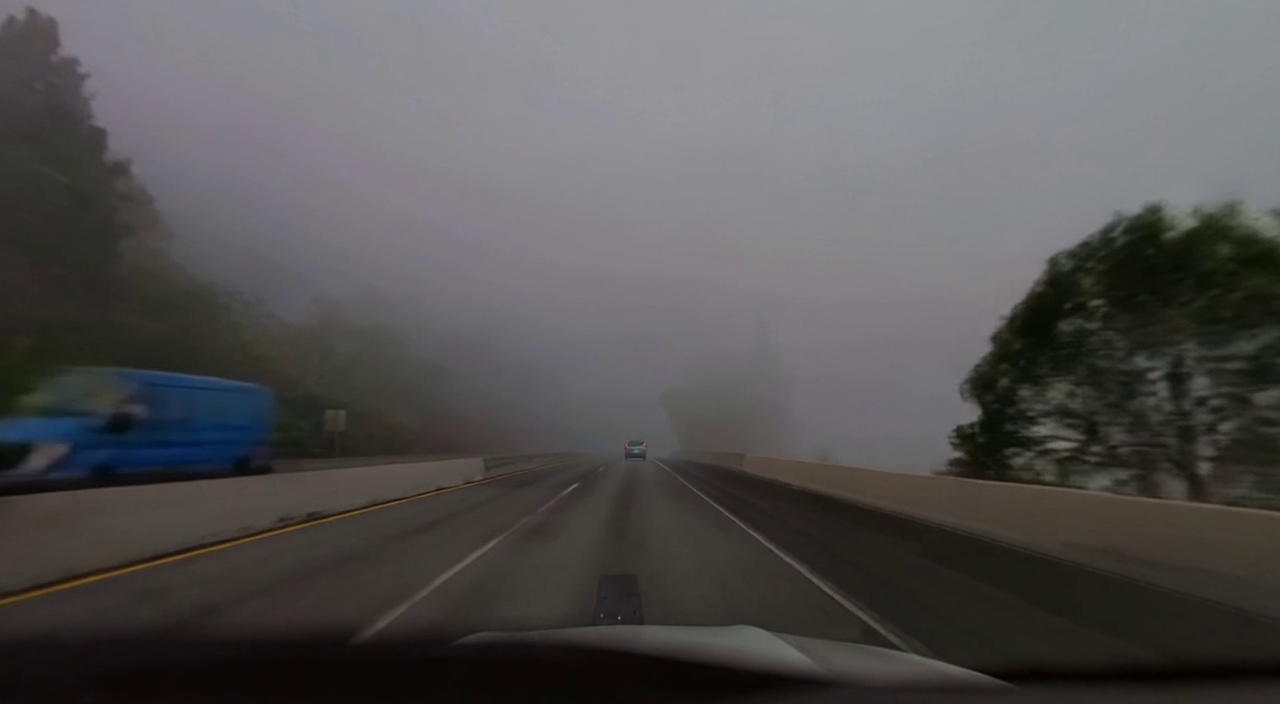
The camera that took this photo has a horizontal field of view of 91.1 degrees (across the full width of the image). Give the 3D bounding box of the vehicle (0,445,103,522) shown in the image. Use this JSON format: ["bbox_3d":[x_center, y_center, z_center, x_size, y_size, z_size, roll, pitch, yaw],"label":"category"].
[{"bbox_3d":[-14.558,2.850,13.660,1.918,1.609,4.302,0,-8,0],"label":"vehicle"}]
